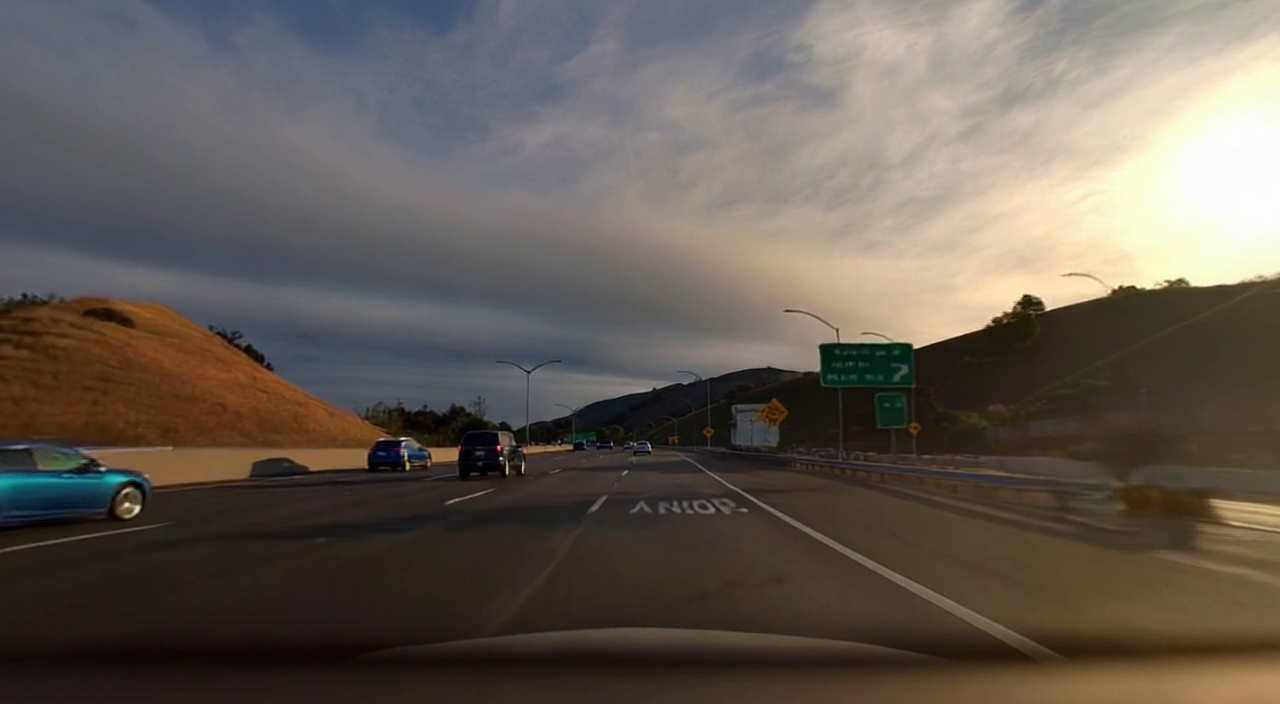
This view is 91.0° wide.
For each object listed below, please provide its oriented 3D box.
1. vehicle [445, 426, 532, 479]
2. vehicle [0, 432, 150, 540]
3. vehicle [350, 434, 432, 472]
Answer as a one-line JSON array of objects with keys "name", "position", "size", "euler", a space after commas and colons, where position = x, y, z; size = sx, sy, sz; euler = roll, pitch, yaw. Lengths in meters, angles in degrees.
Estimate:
[{"name": "vehicle", "position": [-6.058, 4.121, 25.918], "size": [2.219, 1.947, 4.924], "euler": [0, -9, 2]}, {"name": "vehicle", "position": [-9.994, 1.898, 8.956], "size": [1.984, 1.508, 4.935], "euler": [0, -9, 1]}, {"name": "vehicle", "position": [-12.781, 5.234, 32.710], "size": [2.079, 1.822, 4.893], "euler": [0, -9, 2]}]
